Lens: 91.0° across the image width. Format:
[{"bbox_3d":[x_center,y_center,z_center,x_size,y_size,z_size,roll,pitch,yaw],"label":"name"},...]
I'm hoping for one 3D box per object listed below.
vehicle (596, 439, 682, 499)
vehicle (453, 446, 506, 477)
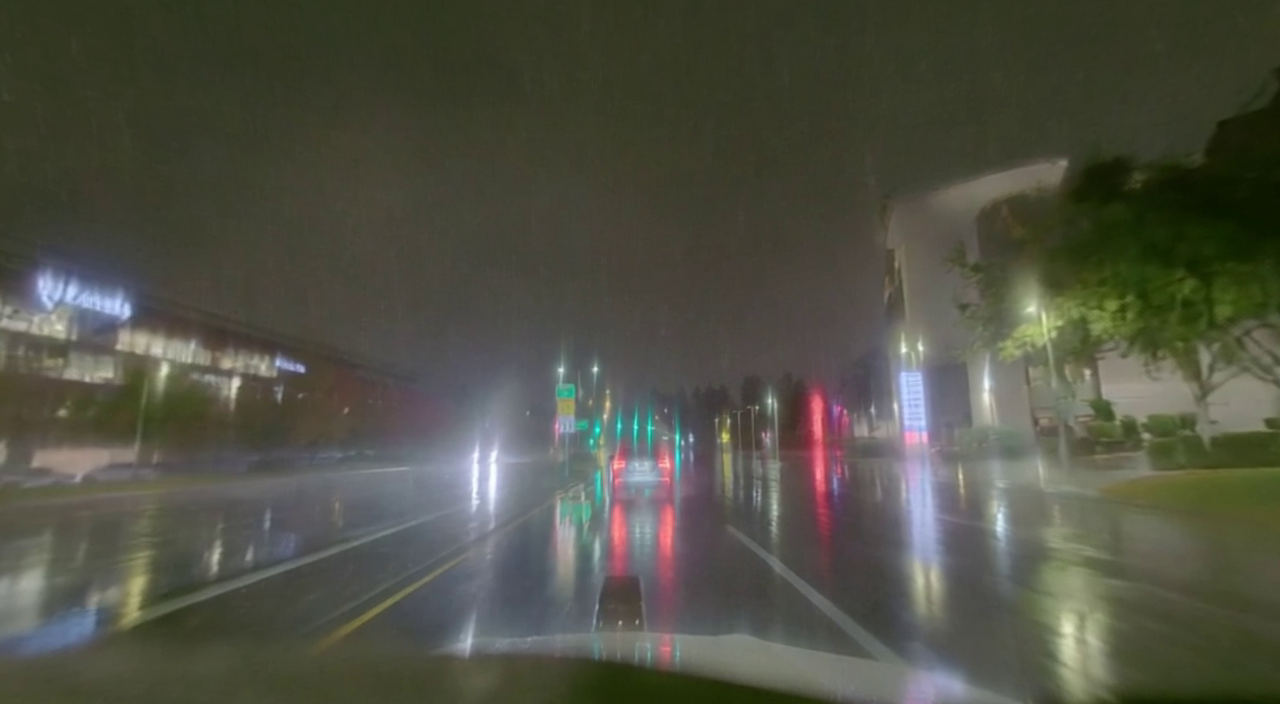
[{"bbox_3d":[-0.063,3.202,17.596,2.126,1.475,3.967,0,-8,-1],"label":"vehicle"},{"bbox_3d":[-9.230,6.313,36.547,1.903,1.476,4.395,-5,-8,-1],"label":"vehicle"}]
